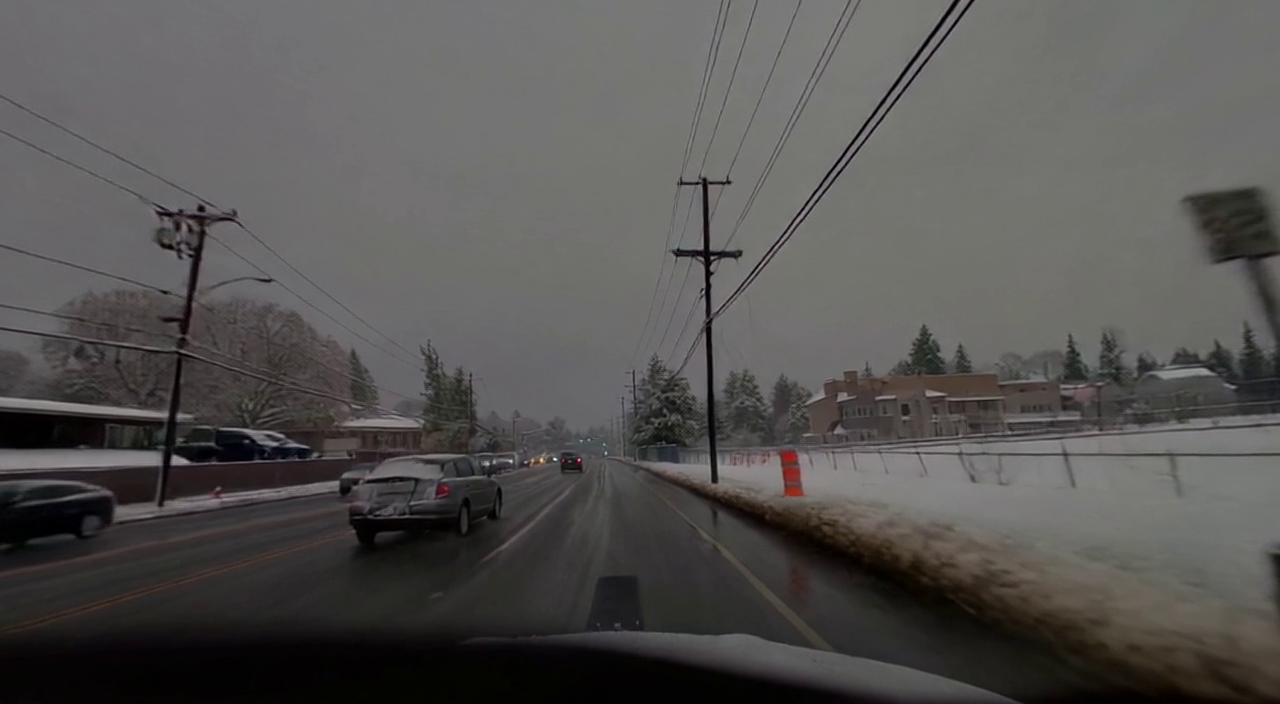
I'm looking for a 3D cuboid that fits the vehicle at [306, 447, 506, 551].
[{"bbox_3d":[-3.896,2.505,11.492,2.020,1.489,4.469,1,-9,-1],"label":"vehicle"}]

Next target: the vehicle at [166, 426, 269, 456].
[{"bbox_3d":[-25.780,5.490,38.575,4.635,1.737,2.146,1,-9,-6],"label":"vehicle"}]

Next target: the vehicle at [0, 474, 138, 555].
[{"bbox_3d":[-14.343,3.648,14.391,1.950,1.516,4.704,1,-9,-2],"label":"vehicle"}]
